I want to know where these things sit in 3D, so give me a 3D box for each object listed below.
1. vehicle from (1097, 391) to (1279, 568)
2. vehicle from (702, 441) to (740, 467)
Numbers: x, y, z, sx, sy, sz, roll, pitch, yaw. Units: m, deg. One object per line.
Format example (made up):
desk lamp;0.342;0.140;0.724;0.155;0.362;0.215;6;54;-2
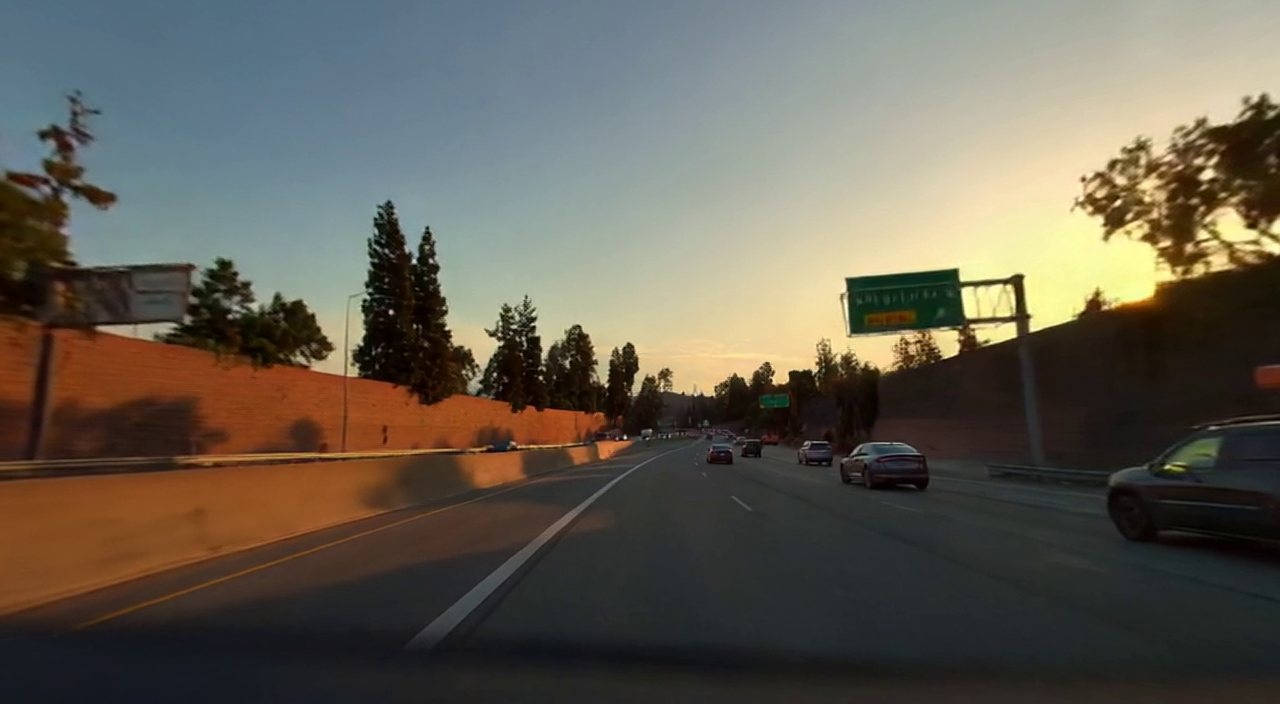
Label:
vehicle;8.126;1.390;6.839;2.188;1.924;5.511;0;-8;0
vehicle;4.946;6.287;39.081;1.926;1.477;4.080;0;-8;2
